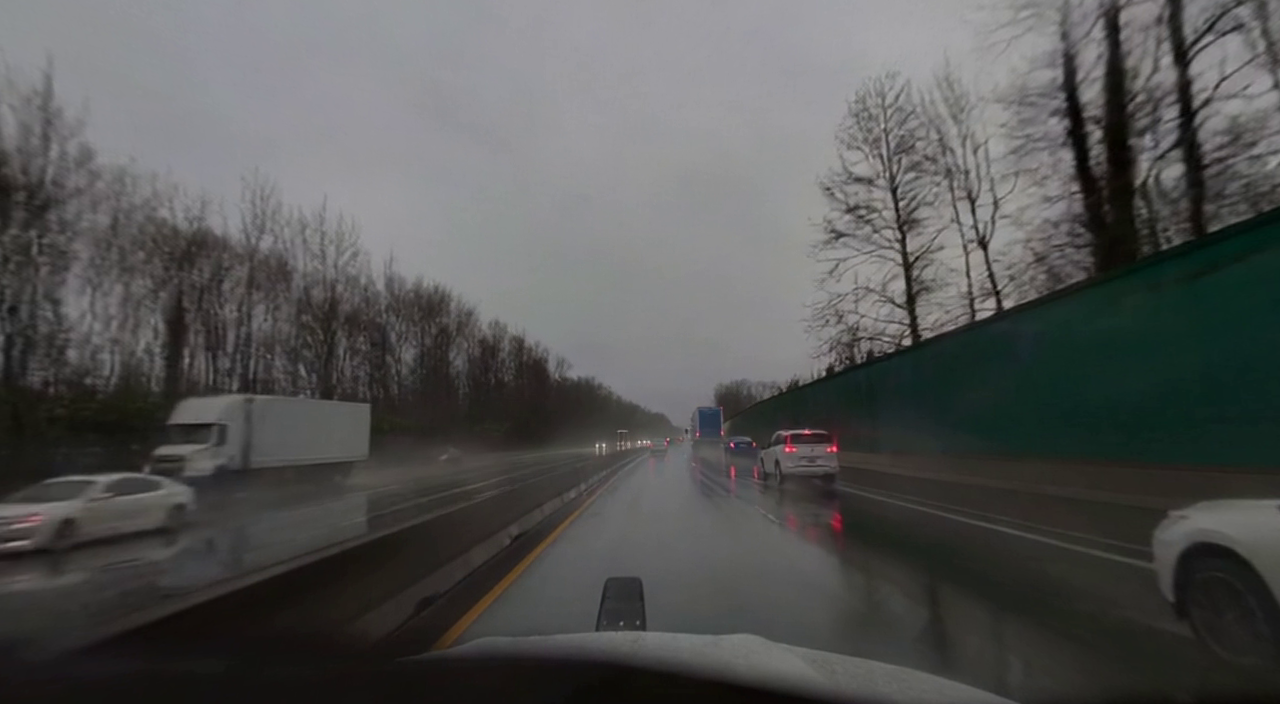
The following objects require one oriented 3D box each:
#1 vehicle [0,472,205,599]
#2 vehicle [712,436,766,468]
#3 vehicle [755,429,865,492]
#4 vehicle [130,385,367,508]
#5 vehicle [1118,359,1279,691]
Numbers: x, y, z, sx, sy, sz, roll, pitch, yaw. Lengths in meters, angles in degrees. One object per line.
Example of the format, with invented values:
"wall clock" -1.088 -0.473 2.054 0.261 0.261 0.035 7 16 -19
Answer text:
"vehicle" -9.277 2.743 10.030 1.804 1.447 4.181 1 -8 -2
"vehicle" 4.950 5.069 32.084 2.000 1.473 4.440 0 -8 0
"vehicle" 4.609 2.988 17.738 1.940 1.539 4.005 0 -8 0
"vehicle" -13.951 3.546 23.981 2.992 3.720 9.676 1 -8 -2
"vehicle" 4.350 0.722 2.037 2.110 1.684 4.390 0 -8 0
